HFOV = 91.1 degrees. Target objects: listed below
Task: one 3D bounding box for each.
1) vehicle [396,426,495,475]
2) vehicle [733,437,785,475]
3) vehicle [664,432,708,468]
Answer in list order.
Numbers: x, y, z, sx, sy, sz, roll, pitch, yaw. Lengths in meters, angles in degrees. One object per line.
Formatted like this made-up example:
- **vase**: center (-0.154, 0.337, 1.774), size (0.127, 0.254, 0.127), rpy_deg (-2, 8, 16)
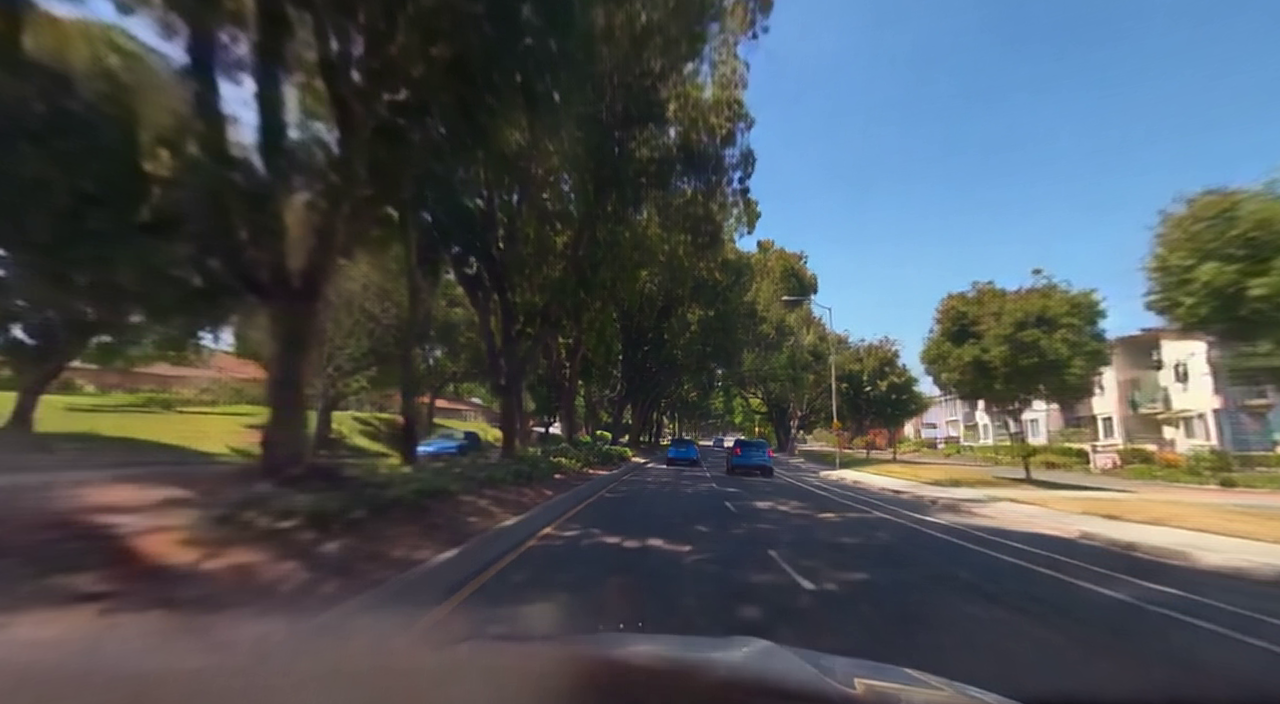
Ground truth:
- **vehicle**: center (-7.308, 3.764, 24.142), size (1.981, 1.652, 4.609), rpy_deg (-1, -8, 5)
- **vehicle**: center (5.655, 4.987, 30.361), size (1.971, 1.663, 4.287), rpy_deg (0, -8, 4)
- **vehicle**: center (2.555, 5.337, 34.457), size (2.251, 1.822, 4.391), rpy_deg (-1, -8, 6)
